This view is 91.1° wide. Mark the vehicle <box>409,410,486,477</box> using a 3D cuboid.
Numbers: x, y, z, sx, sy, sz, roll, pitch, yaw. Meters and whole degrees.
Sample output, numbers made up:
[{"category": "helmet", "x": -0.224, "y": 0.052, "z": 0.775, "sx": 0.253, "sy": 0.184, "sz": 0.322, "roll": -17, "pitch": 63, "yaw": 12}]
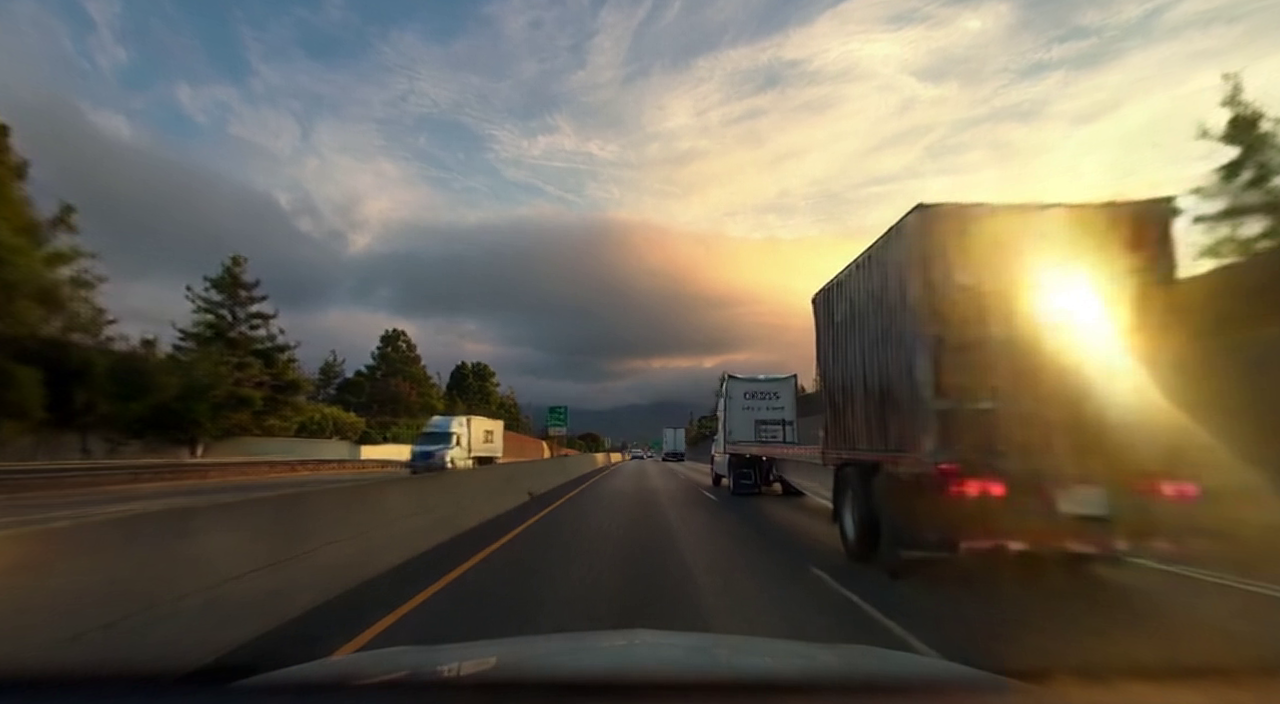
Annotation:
[{"category": "vehicle", "x": -12.333, "y": 5.986, "z": 40.968, "sx": 3.006, "sy": 3.972, "sz": 5.785, "roll": 0, "pitch": -9, "yaw": 1}]

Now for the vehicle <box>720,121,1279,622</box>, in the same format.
[{"category": "vehicle", "x": 4.025, "y": 1.133, "z": 12.021, "sx": 2.926, "sy": 4.060, "sz": 14.068, "roll": 0, "pitch": -9, "yaw": -1}]
